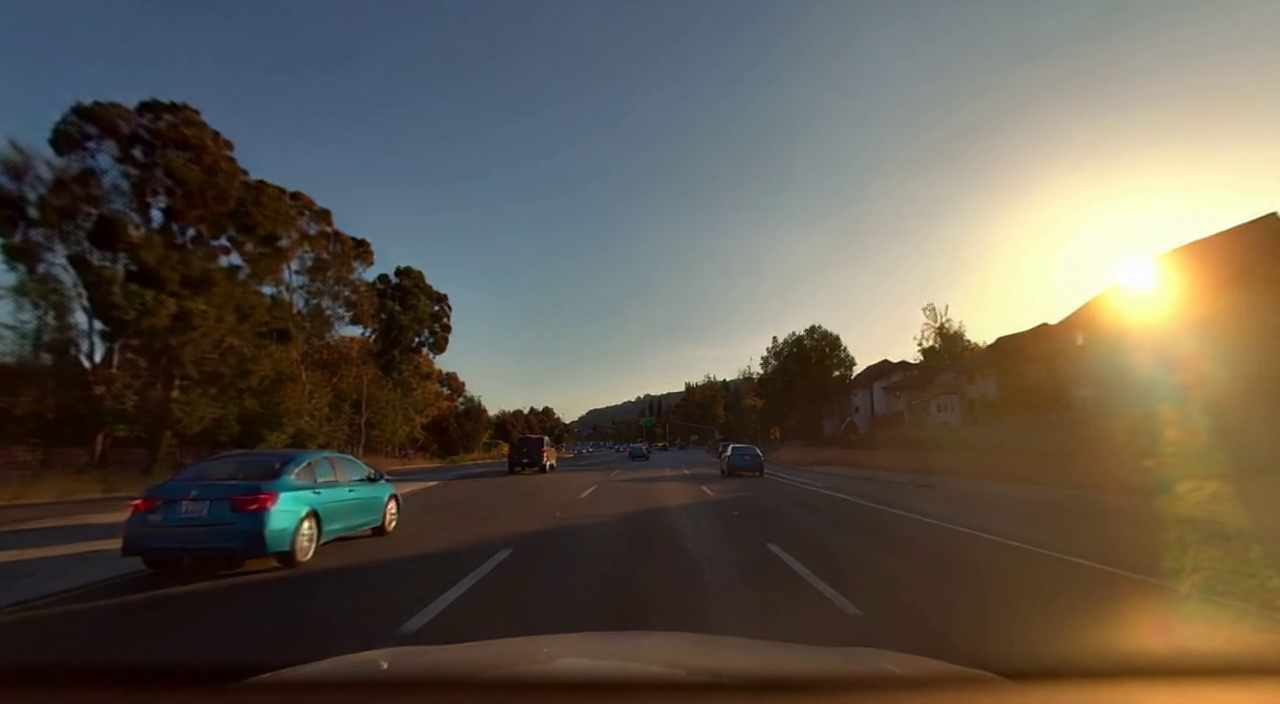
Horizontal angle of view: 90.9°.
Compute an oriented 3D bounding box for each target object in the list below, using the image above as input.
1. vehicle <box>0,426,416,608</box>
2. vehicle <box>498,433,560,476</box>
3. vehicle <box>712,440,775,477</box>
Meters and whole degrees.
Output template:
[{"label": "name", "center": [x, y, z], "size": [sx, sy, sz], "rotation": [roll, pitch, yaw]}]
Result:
[{"label": "vehicle", "center": [-4.409, 1.688, 7.473], "size": [1.948, 1.475, 4.461], "rotation": [0, -8, -2]}, {"label": "vehicle", "center": [-5.063, 4.731, 29.335], "size": [2.122, 1.847, 4.696], "rotation": [0, -8, -1]}, {"label": "vehicle", "center": [4.408, 4.601, 27.598], "size": [2.100, 1.472, 4.533], "rotation": [0, -8, 1]}]
